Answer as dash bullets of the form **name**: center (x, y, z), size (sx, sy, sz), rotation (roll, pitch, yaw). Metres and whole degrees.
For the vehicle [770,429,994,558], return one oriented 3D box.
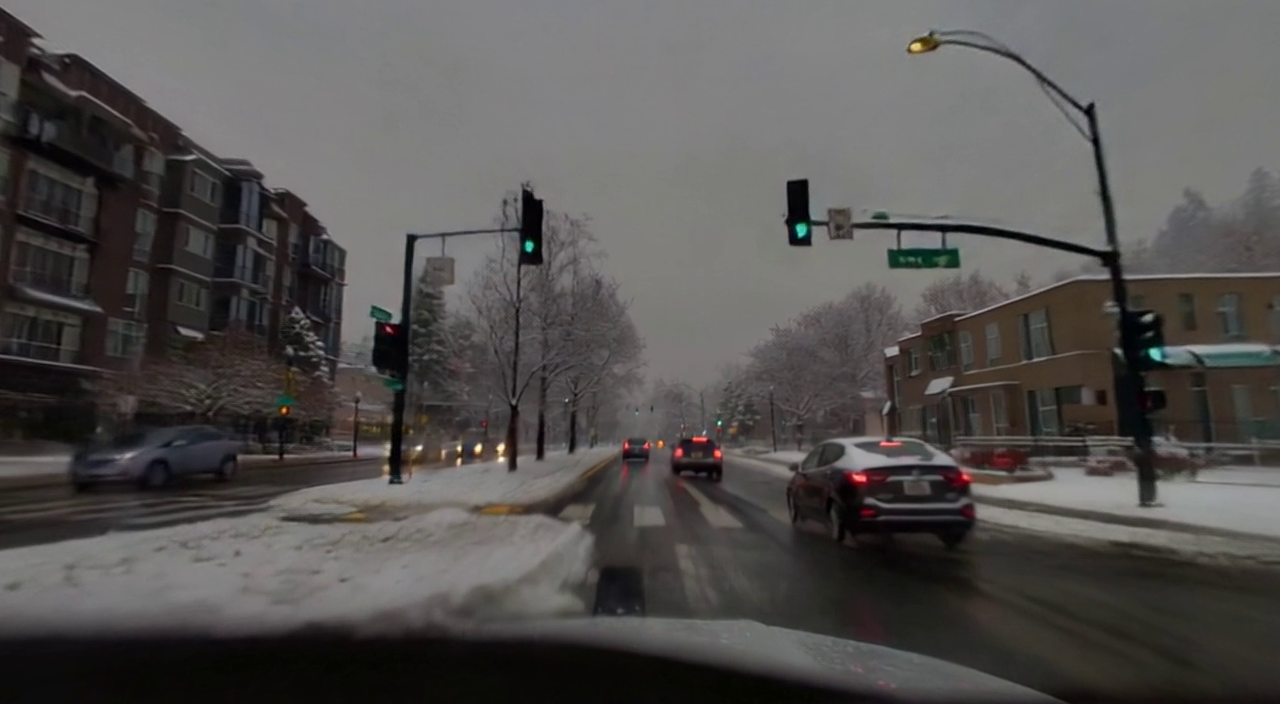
- **vehicle**: center (3.504, 2.096, 10.153), size (1.906, 1.608, 4.137), rotation (0, -8, -1)

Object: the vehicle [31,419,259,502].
- **vehicle**: center (-12.594, 2.790, 16.657), size (2.076, 1.836, 4.847), rotation (0, -8, 0)

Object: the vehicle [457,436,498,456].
- **vehicle**: center (-12.677, 7.381, 49.594), size (1.926, 1.446, 4.565), rotation (0, -8, 0)

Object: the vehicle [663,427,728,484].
- **vehicle**: center (2.123, 3.980, 24.675), size (2.206, 1.858, 5.332), rotation (2, -8, 4)

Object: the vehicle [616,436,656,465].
- **vehicle**: center (-0.251, 5.385, 34.806), size (2.059, 1.492, 3.925), rotation (0, -8, -1)

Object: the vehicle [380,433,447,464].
- **vehicle**: center (-12.256, 5.276, 34.541), size (1.969, 1.566, 4.549), rotation (0, -8, 0)
